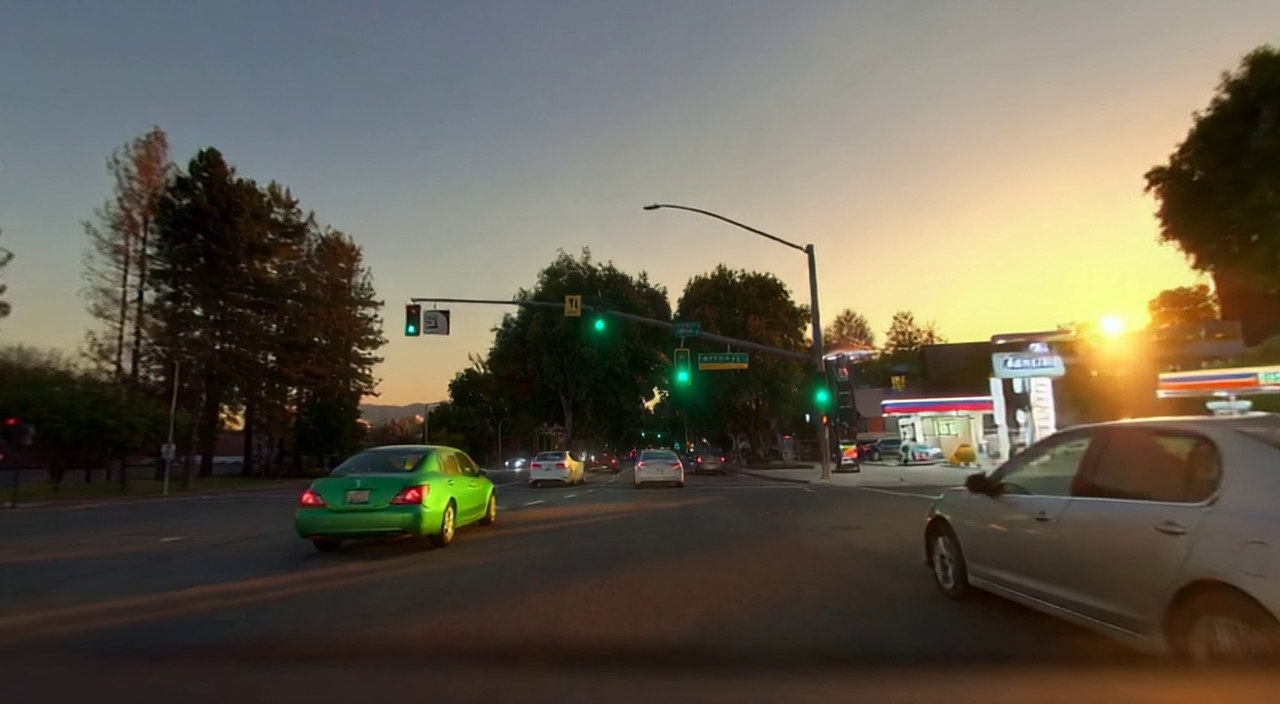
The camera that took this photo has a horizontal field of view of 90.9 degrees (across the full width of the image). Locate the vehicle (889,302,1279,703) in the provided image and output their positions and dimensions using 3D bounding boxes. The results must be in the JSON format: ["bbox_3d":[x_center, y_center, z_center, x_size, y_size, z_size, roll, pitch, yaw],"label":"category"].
[{"bbox_3d":[3.426,0.952,3.821,1.992,1.805,4.549,0,-9,1],"label":"vehicle"}]

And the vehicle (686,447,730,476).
[{"bbox_3d":[3.751,6.110,35.461,1.920,1.479,4.548,0,-9,-1],"label":"vehicle"}]

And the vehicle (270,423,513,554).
[{"bbox_3d":[-3.757,2.170,10.751,2.023,1.687,4.874,0,-9,2],"label":"vehicle"}]

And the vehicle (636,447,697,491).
[{"bbox_3d":[0.892,4.153,22.680,1.994,1.433,3.894,0,-9,1],"label":"vehicle"}]

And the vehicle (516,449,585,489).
[{"bbox_3d":[-3.433,4.581,25.003,1.995,1.436,4.500,0,-9,1],"label":"vehicle"}]
